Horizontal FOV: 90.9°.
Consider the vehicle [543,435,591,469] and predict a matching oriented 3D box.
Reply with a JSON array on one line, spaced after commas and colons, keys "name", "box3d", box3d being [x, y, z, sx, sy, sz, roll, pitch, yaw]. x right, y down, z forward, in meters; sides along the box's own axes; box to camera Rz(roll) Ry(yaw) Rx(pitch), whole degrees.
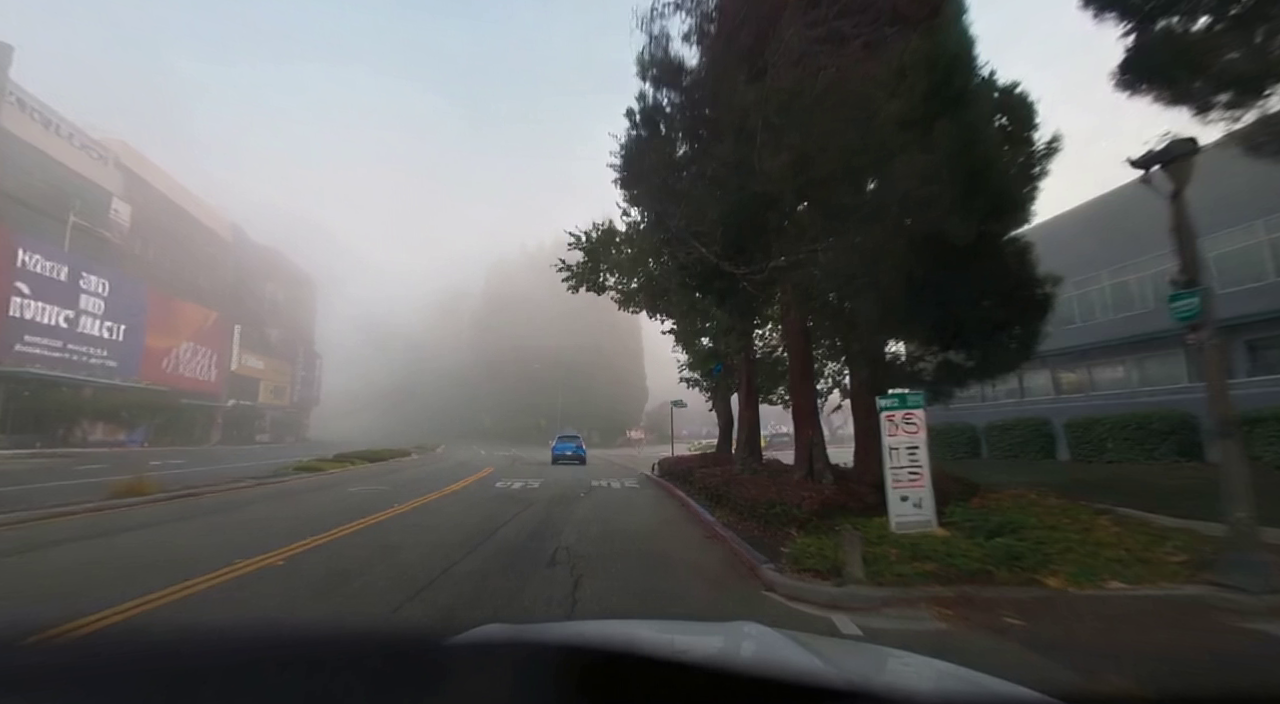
[{"name": "vehicle", "box3d": [-3.723, 4.980, 31.777, 2.231, 1.572, 4.227, 1, -8, -7]}]
